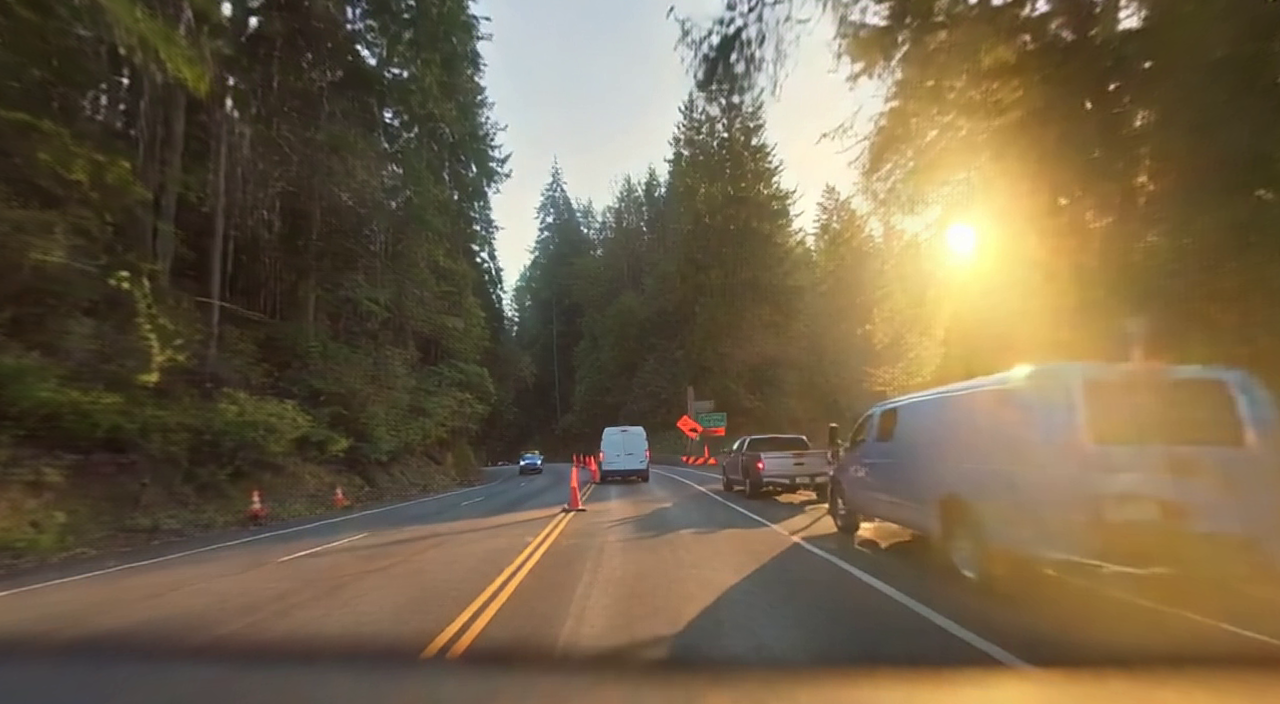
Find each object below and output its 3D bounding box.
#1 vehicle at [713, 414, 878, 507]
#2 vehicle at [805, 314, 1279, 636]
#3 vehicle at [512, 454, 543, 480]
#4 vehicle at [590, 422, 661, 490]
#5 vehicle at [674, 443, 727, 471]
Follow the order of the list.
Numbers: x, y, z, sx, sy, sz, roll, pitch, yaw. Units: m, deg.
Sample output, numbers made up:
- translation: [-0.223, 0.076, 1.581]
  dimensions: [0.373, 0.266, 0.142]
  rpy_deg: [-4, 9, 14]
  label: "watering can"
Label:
- translation: [3.652, 2.799, 16.709]
  dimensions: [2.415, 1.932, 6.910]
  rpy_deg: [0, -9, -2]
  label: "vehicle"
- translation: [4.219, 1.302, 7.612]
  dimensions: [2.613, 2.153, 6.713]
  rpy_deg: [0, -9, 0]
  label: "vehicle"
- translation: [-8.091, 8.265, 45.797]
  dimensions: [1.992, 1.712, 4.504]
  rpy_deg: [1, -9, -7]
  label: "vehicle"
- translation: [-0.613, 3.807, 23.370]
  dimensions: [2.362, 2.247, 4.892]
  rpy_deg: [0, -9, -3]
  label: "vehicle"
- translation: [3.203, 5.716, 34.352]
  dimensions: [2.277, 1.299, 3.889]
  rpy_deg: [-2, -9, -3]
  label: "vehicle"
